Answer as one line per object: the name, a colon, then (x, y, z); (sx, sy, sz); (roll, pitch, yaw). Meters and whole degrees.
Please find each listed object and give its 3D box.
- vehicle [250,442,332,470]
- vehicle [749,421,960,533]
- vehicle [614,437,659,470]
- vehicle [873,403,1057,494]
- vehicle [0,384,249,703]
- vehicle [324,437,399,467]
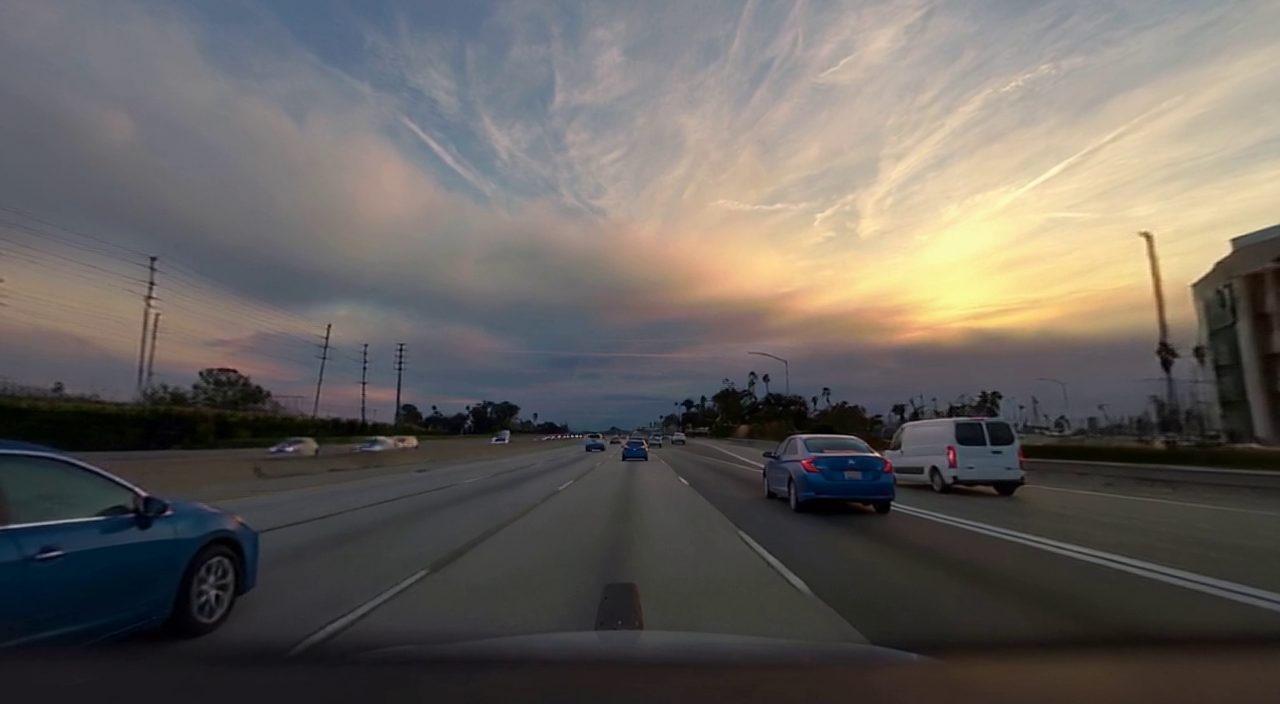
vehicle: (-19.722, 5.868, 35.816); (1.921, 1.471, 4.719); (0, -8, 1)
vehicle: (3.377, 2.064, 11.015); (1.995, 1.533, 4.463); (0, -8, -2)
vehicle: (-0.199, 4.869, 30.261); (2.019, 1.472, 3.971); (0, -8, -1)
vehicle: (9.192, 2.823, 18.580); (2.349, 2.280, 5.423); (0, -8, -2)
vehicle: (-4.088, 0.876, 2.435); (2.251, 1.575, 4.488); (0, -8, 0)
vehicle: (-16.179, 5.827, 36.886); (2.034, 1.608, 4.952); (0, -8, 1)
